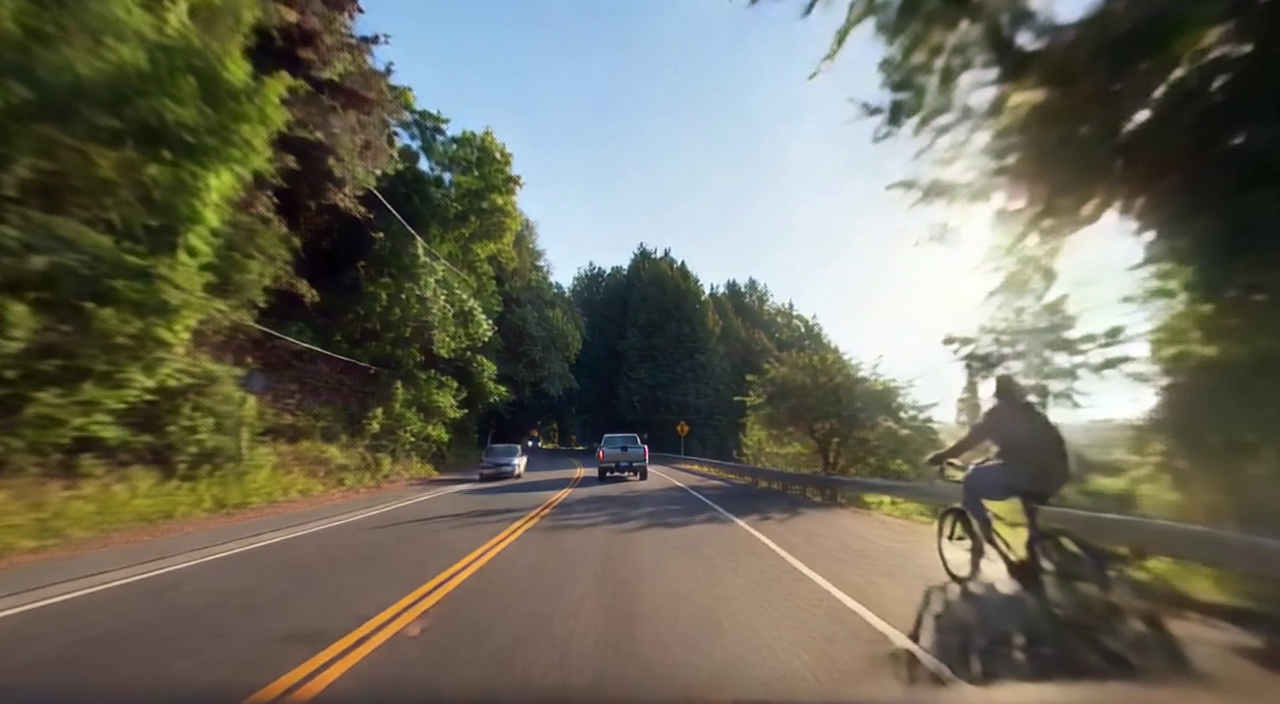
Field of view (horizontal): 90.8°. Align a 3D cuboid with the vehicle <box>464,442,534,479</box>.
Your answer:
[{"bbox_3d":[-5.956,4.605,27.227,2.198,1.459,4.398,0,-8,-3],"label":"vehicle"}]

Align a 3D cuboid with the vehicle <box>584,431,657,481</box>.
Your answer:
[{"bbox_3d":[-0.865,4.163,25.680,2.631,1.798,5.331,0,-8,-3],"label":"vehicle"}]
